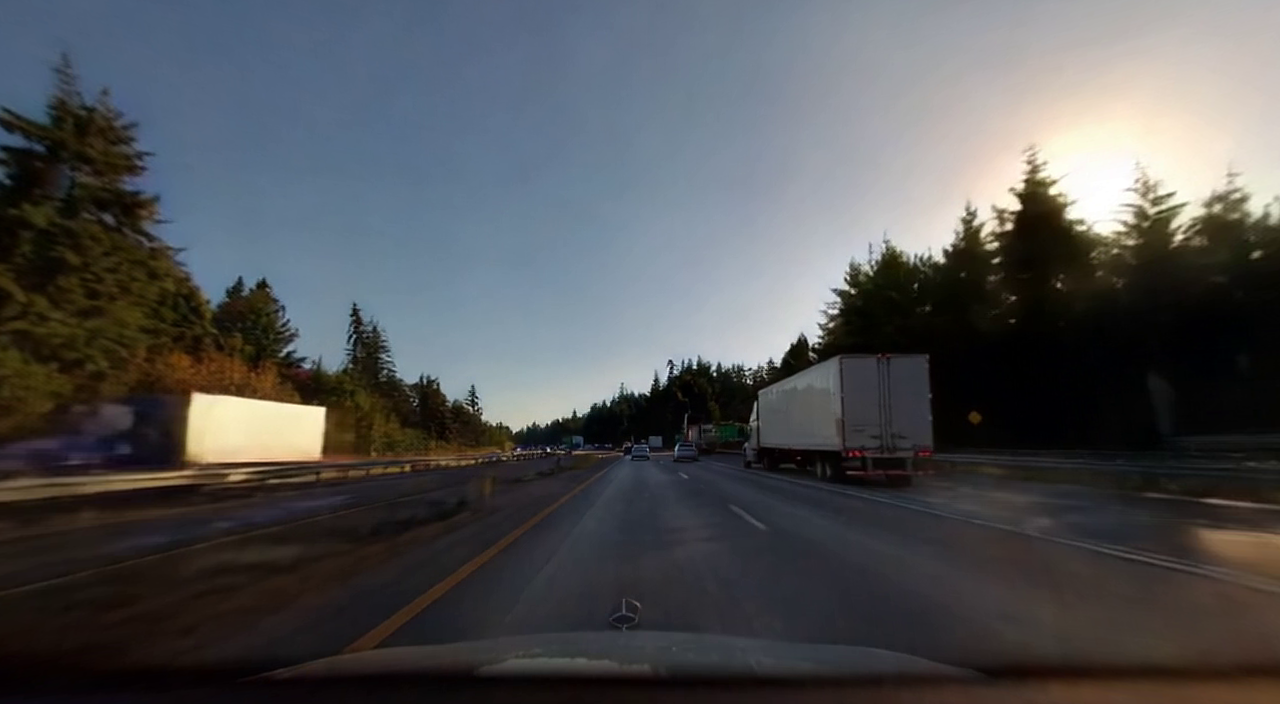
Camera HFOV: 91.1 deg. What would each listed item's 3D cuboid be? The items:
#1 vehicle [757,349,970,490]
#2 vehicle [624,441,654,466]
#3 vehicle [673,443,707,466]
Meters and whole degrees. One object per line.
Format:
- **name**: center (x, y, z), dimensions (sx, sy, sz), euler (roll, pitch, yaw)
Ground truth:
- **vehicle**: center (7.754, 2.988, 25.226), dimensions (3.044, 4.073, 14.016), euler (0, -9, -1)
- **vehicle**: center (-0.112, 7.524, 46.701), dimensions (2.114, 1.706, 4.106), euler (0, -9, 0)
- **vehicle**: center (3.538, 7.406, 45.426), dimensions (2.025, 1.534, 4.179), euler (0, -9, -1)
